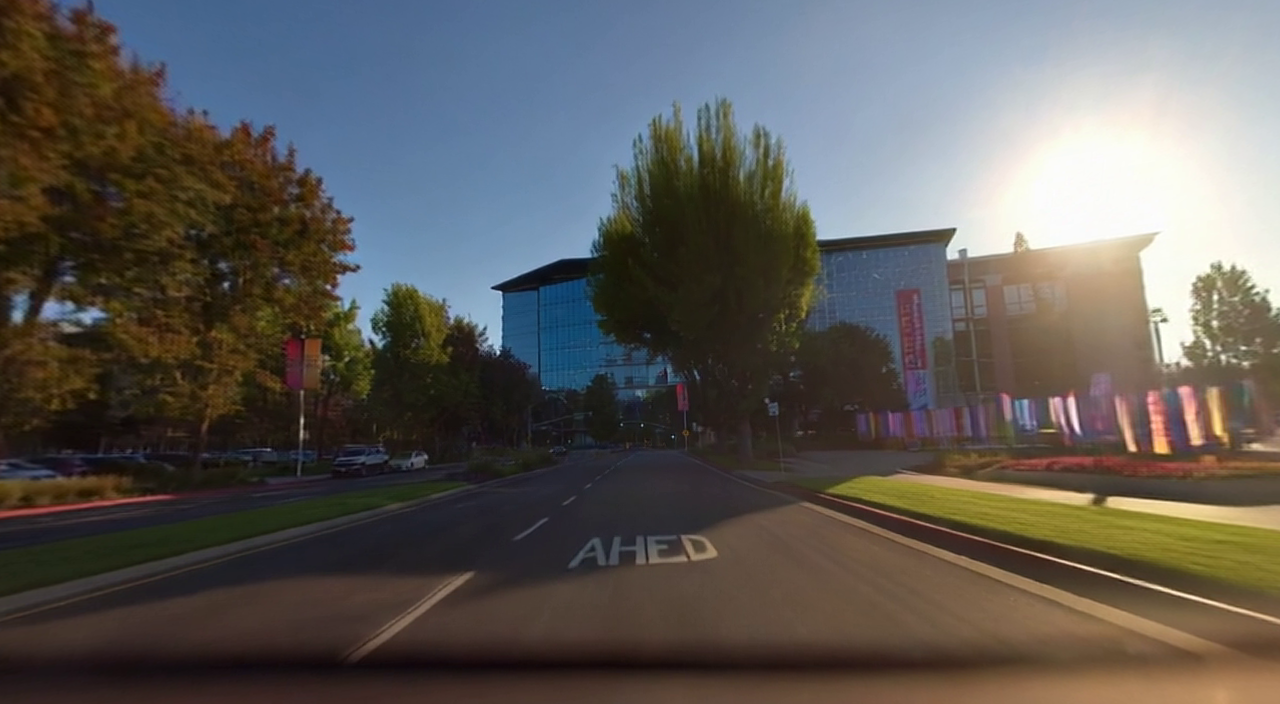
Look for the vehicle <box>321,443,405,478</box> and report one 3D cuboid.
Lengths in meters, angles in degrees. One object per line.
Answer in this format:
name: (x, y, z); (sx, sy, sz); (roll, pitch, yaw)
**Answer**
vehicle: (-17.338, 6.798, 39.719); (2.617, 1.997, 5.830); (0, -9, 0)
